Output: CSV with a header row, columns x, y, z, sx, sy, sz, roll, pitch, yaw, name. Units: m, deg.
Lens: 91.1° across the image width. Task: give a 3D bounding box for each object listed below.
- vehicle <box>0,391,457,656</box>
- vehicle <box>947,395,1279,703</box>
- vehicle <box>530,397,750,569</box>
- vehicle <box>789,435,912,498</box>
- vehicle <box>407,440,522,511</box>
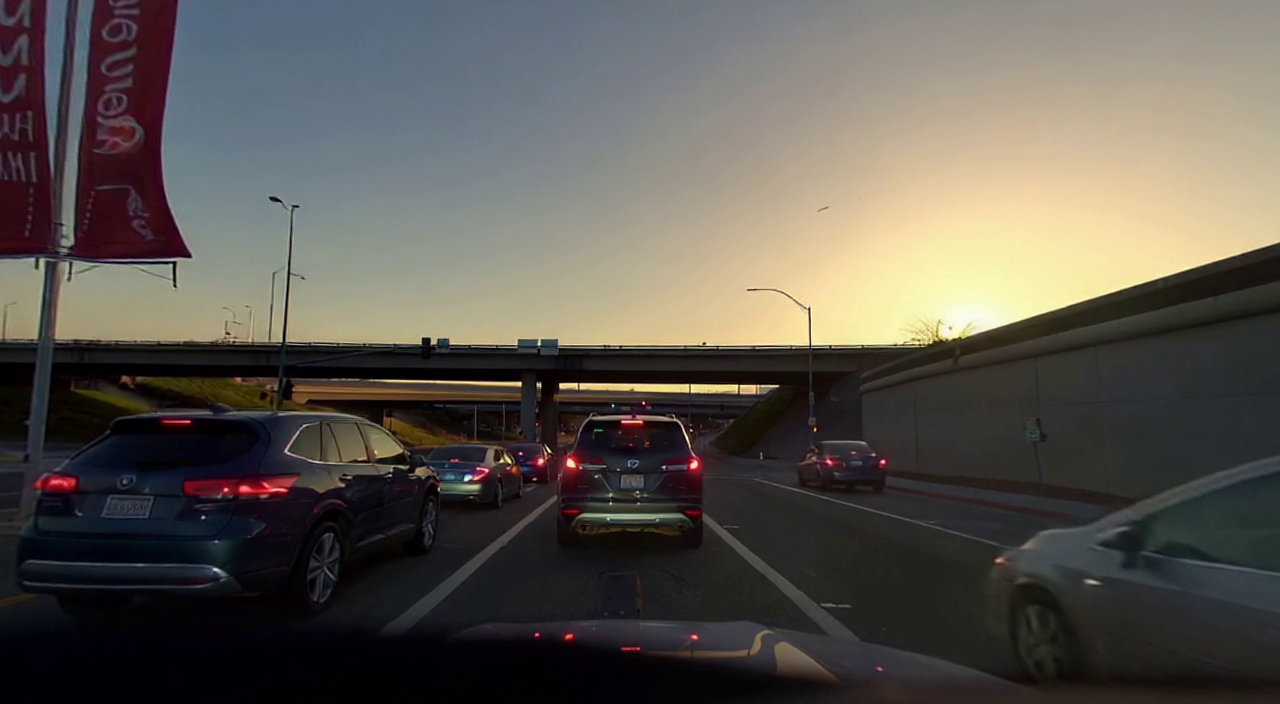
x,y,z,sx,sy,sz,roll,pitch,yaw,name
-3.502,1.431,6.279,2.039,1.709,4.265,0,-9,0,vehicle
2.984,0.784,1.282,2.228,1.472,4.939,0,-9,0,vehicle
-0.084,1.765,9.210,2.409,1.864,4.471,0,-9,-2,vehicle
6.420,3.527,19.827,2.191,1.730,4.658,0,-9,-1,vehicle
-4.154,2.946,15.426,1.797,1.505,3.506,0,-9,0,vehicle
